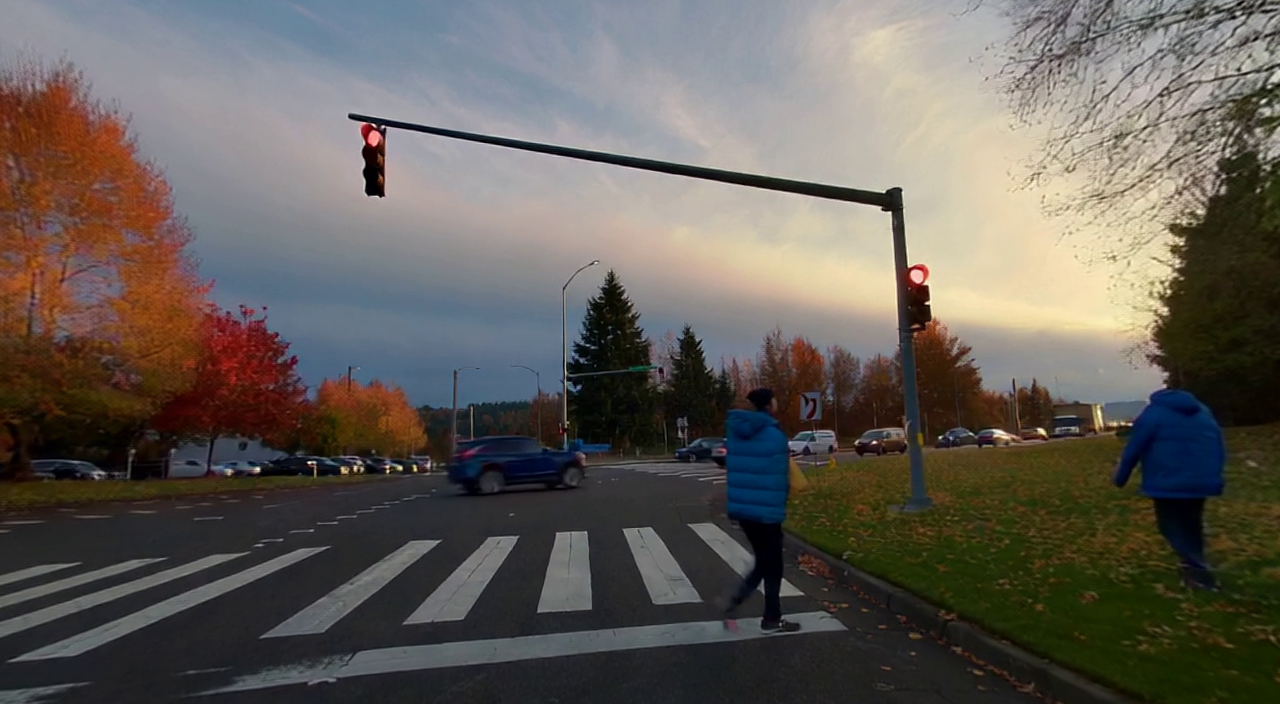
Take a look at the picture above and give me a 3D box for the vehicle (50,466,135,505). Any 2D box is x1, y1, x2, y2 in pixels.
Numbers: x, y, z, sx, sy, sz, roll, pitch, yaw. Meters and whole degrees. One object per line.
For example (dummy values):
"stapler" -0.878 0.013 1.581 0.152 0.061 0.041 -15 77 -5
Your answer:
"vehicle" -25.427 6.158 29.260 1.694 1.528 4.225 3 -9 -23

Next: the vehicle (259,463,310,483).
"vehicle" -28.147 9.571 49.740 1.776 1.452 3.920 0 -9 0

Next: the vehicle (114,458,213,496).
"vehicle" -27.839 7.276 36.902 2.064 1.913 5.081 0 -9 -4

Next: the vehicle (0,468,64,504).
"vehicle" -30.329 6.441 30.324 1.800 1.520 3.968 2 -9 -14

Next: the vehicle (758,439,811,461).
"vehicle" 11.437 7.719 49.395 1.979 1.659 4.907 -8 -11 39

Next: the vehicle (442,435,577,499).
"vehicle" -4.436 3.938 21.910 2.001 1.988 4.281 -8 -11 39

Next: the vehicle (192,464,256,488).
"vehicle" -28.545 8.481 43.146 1.768 1.465 3.972 0 -9 -1

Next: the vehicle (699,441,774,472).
"vehicle" 5.394 5.716 34.548 1.915 1.586 4.734 -8 -11 39
